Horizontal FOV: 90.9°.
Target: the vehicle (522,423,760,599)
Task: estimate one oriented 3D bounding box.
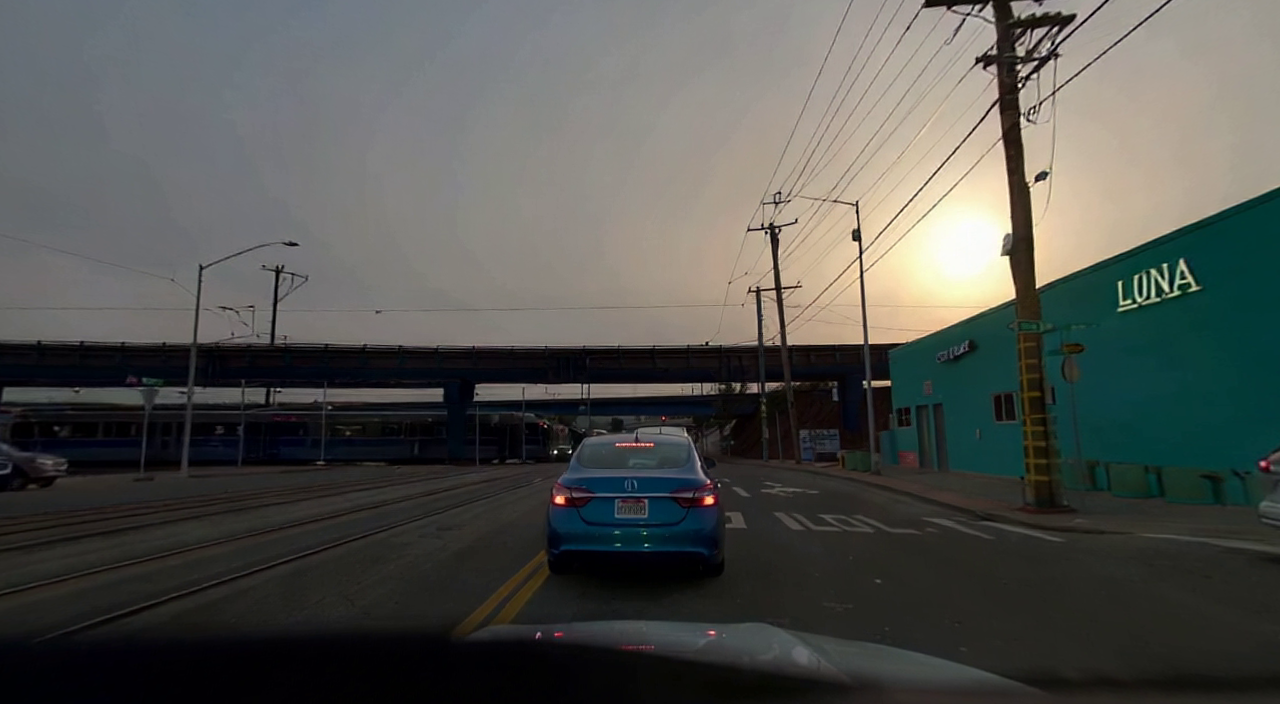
[{"bbox_3d":[0.091,1.704,7.613,2.090,1.518,4.033,-1,-9,3],"label":"vehicle"}]

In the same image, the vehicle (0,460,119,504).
[{"bbox_3d":[-21.953,4.674,22.830,4.566,1.453,1.935,-1,-9,5],"label":"vehicle"}]
